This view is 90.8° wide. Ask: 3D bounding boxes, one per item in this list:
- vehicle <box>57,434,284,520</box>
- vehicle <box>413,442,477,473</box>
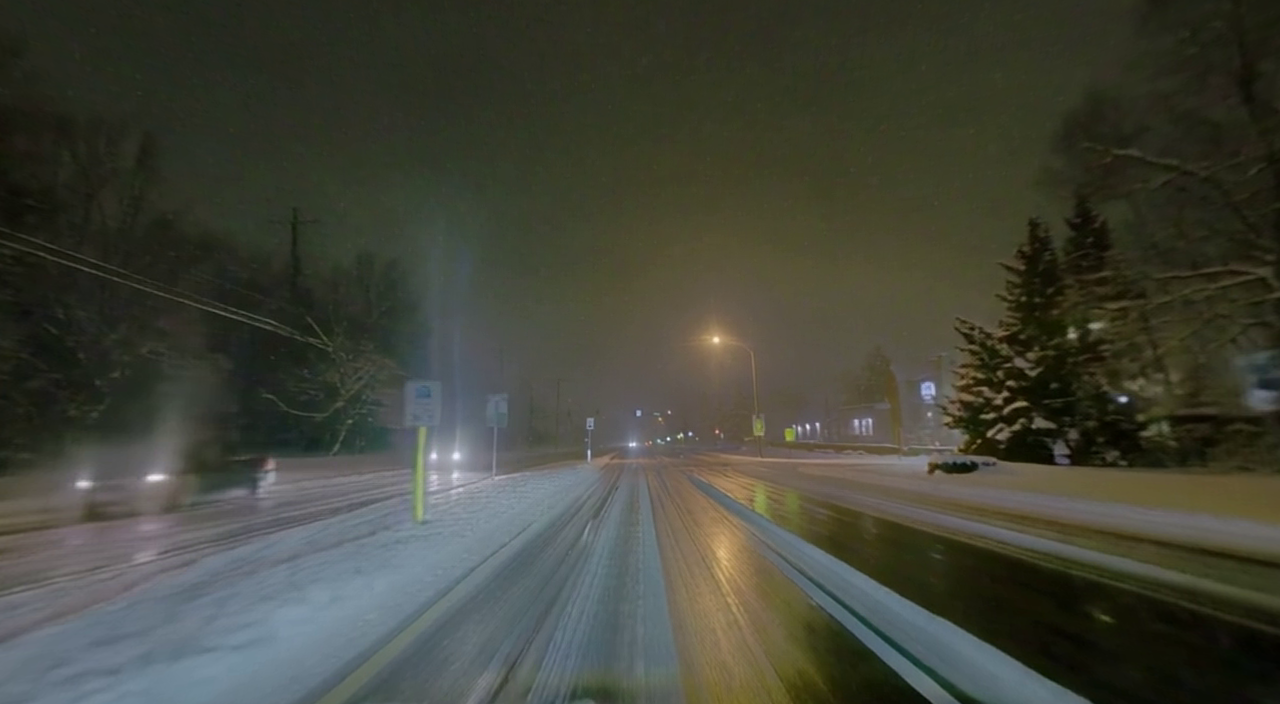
[{"bbox_3d":[-10.672,2.828,14.906,1.923,1.702,4.387,0,-8,0],"label":"vehicle"},{"bbox_3d":[-10.600,5.753,34.794,1.916,1.593,5.012,0,-8,0],"label":"vehicle"}]
